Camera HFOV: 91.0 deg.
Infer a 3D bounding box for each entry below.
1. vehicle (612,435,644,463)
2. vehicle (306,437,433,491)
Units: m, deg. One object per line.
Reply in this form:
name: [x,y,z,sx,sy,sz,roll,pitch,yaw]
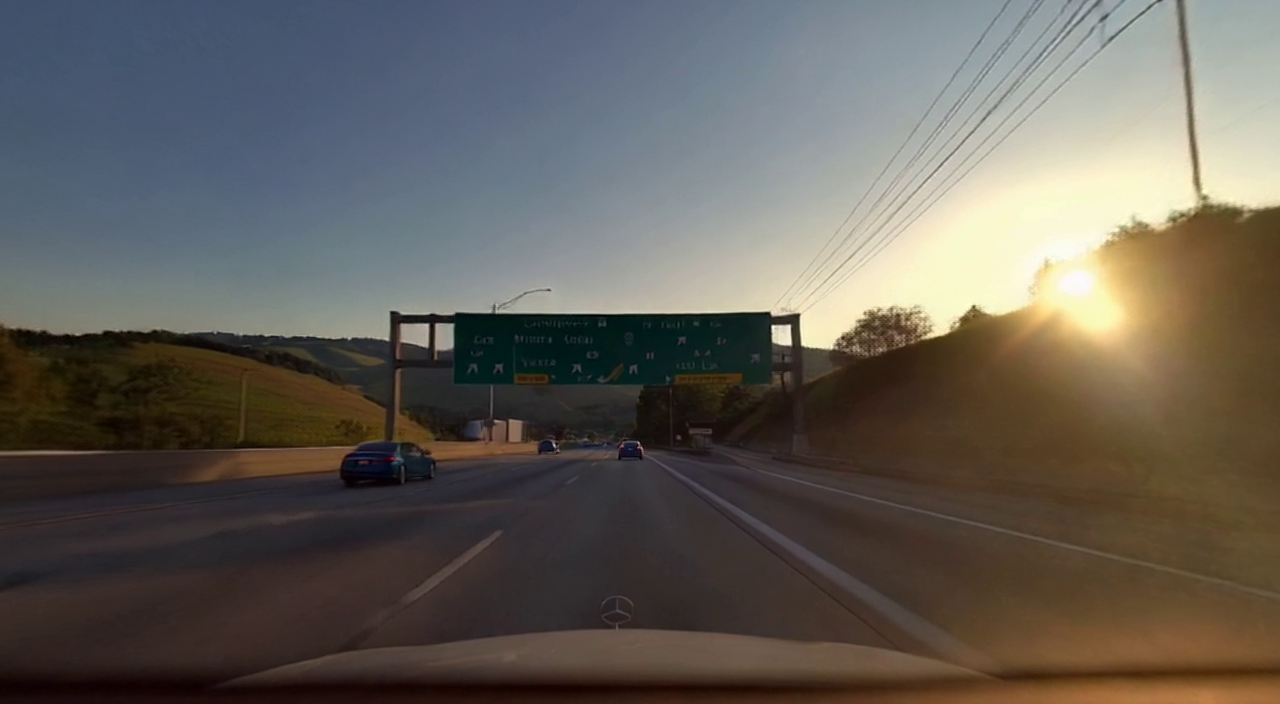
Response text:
vehicle: [-0.802,6.358,41.365,2.040,1.715,3.906,0,-8,-1]
vehicle: [-7.970,3.318,19.092,1.949,1.428,4.408,0,-8,-1]
